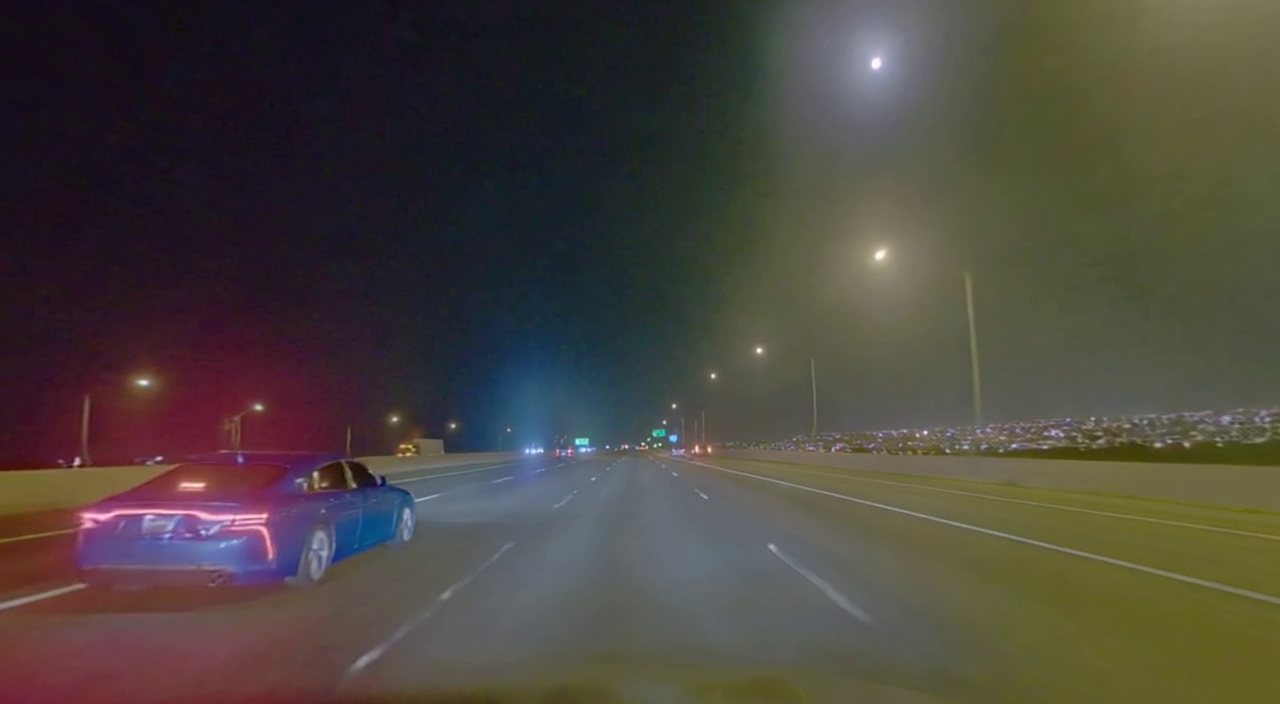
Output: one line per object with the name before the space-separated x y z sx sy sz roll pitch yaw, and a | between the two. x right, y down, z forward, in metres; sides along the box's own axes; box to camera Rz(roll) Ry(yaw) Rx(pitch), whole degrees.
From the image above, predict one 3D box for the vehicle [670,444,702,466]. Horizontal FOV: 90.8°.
vehicle | 3.326 7.524 46.249 2.000 1.533 3.770 0 -8 -1
